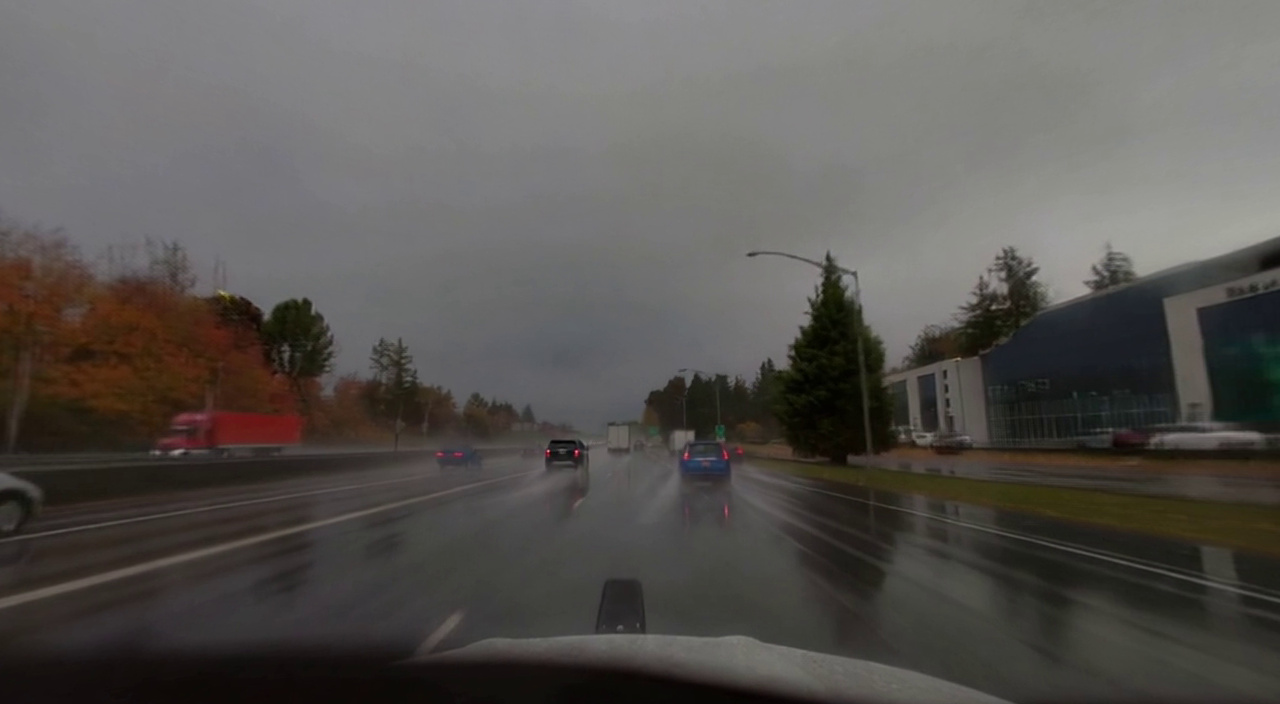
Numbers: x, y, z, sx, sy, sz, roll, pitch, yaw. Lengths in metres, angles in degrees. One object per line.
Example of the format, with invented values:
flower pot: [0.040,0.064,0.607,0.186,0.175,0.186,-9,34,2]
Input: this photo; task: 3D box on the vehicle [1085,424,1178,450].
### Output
vehicle: [30.655,5.344,39.367,4.084,1.551,1.971,0,-9,0]

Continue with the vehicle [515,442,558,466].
vehicle: [-6.986,6.954,43.098,2.057,1.496,4.661,0,-9,1]

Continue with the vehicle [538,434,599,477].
vehicle: [-3.058,4.572,28.026,2.111,1.742,4.315,0,-9,1]

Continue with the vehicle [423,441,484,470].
vehicle: [-10.702,5.962,36.484,2.006,1.509,4.634,0,-9,1]

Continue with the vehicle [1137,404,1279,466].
vehicle: [19.217,2.647,20.436,4.404,1.763,1.928,-3,-7,-1]

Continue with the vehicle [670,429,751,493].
vehicle: [2.052,3.345,19.661,2.101,1.742,4.495,0,-9,1]
